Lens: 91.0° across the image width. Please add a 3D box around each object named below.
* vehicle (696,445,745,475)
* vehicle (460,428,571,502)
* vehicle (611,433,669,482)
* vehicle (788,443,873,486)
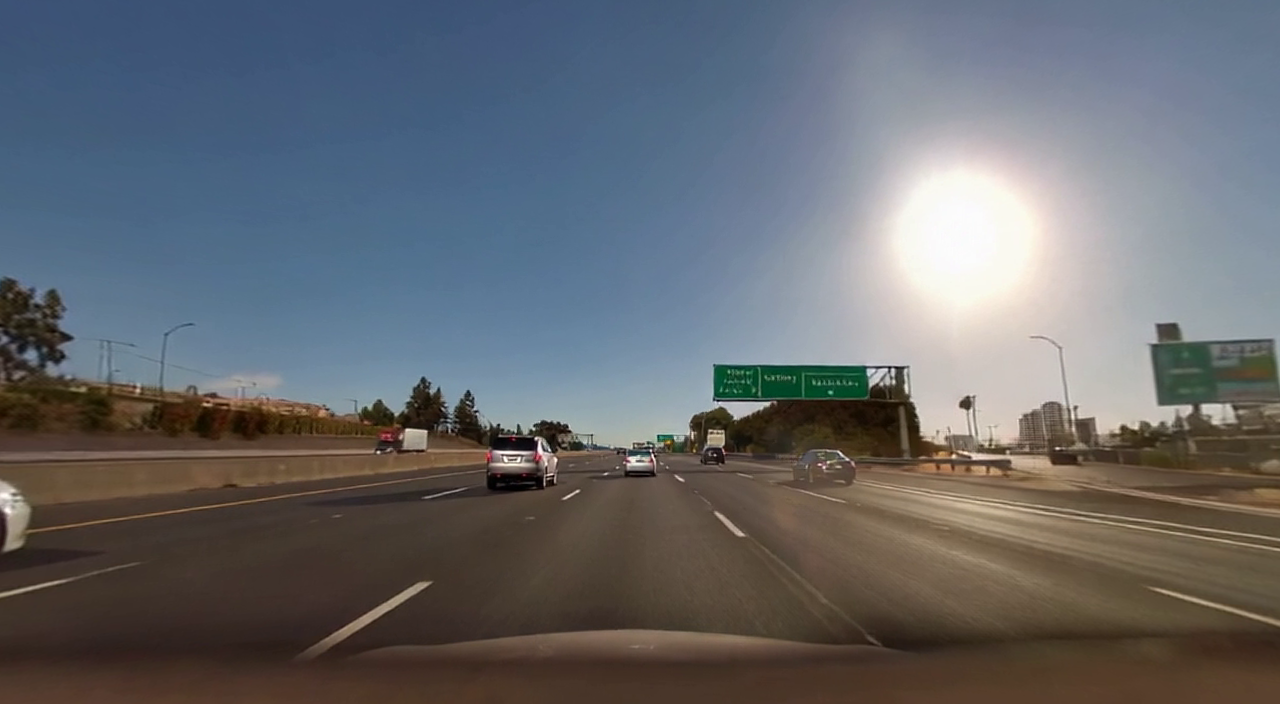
[{"bbox_3d":[4.197,5.709,33.485,2.005,1.456,4.287,0,-9,0],"label":"vehicle"},{"bbox_3d":[-3.263,3.081,17.505,2.142,1.759,4.297,0,-9,1],"label":"vehicle"},{"bbox_3d":[0.026,4.485,26.947,2.270,1.862,4.949,0,-9,1],"label":"vehicle"},{"bbox_3d":[7.279,4.320,24.507,1.936,1.480,4.373,0,-9,0],"label":"vehicle"}]
